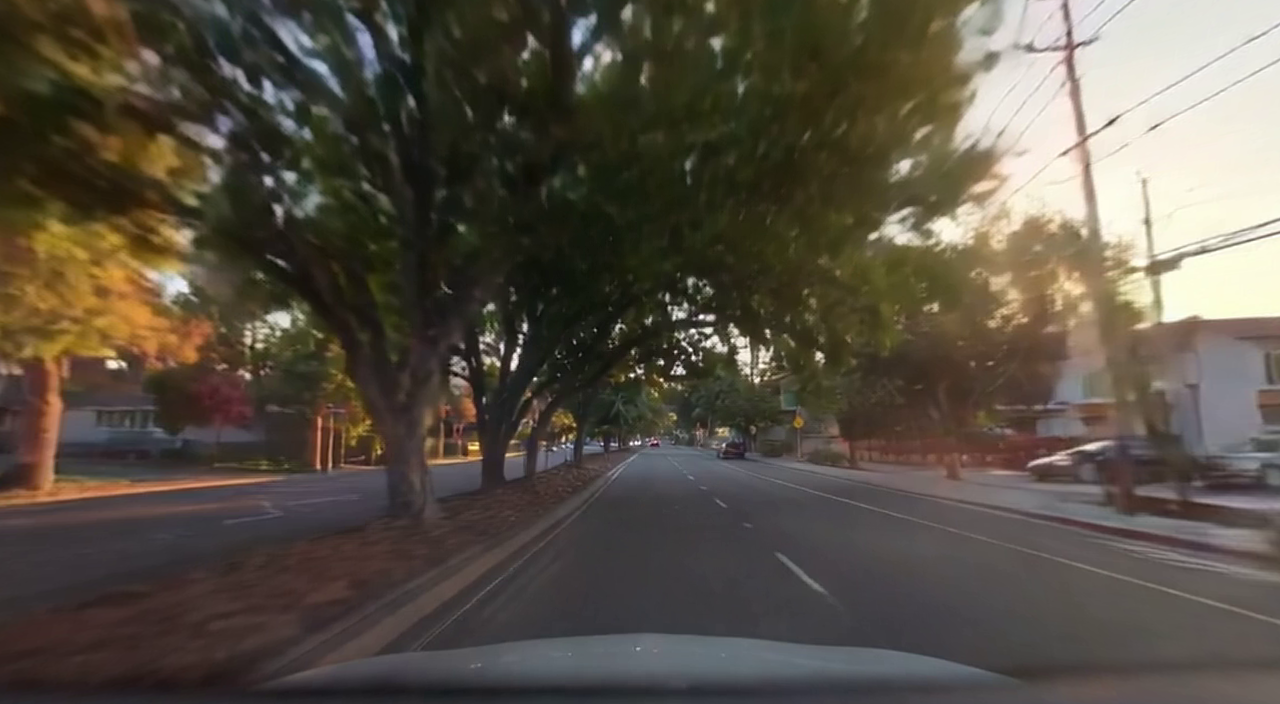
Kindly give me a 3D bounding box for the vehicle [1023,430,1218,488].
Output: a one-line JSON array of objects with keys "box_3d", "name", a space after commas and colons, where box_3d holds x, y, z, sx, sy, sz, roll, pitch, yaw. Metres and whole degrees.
[{"box_3d": [14.891, 3.333, 19.723, 4.511, 1.661, 1.934, 1, -8, -2], "name": "vehicle"}]
